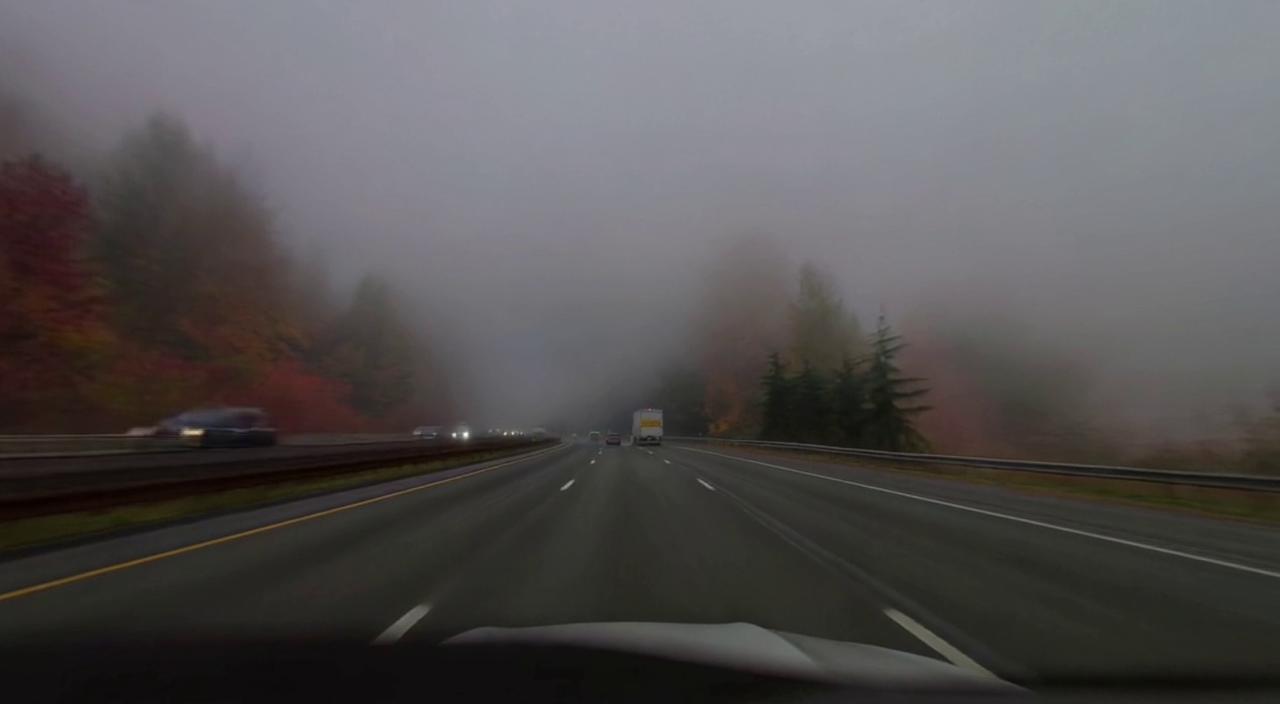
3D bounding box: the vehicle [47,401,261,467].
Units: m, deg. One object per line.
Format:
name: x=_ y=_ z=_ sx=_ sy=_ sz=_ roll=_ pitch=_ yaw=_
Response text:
vehicle: x=-12.850 y=2.238 z=17.158 sx=2.180 sy=1.540 sz=4.653 roll=0 pitch=-8 yaw=-1
